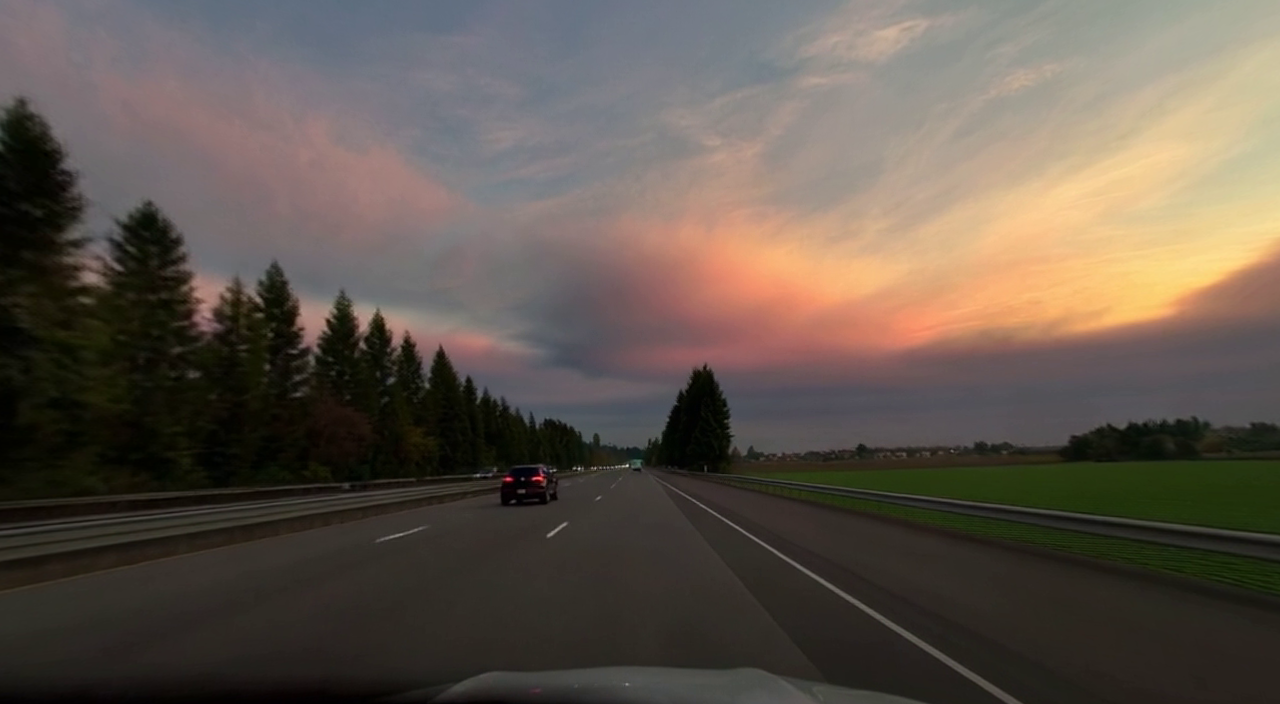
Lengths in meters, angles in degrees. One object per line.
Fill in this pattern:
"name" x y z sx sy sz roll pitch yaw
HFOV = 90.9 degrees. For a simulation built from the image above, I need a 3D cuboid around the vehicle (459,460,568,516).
"vehicle" -3.604 4.014 18.922 2.183 1.435 4.653 0 -10 1
